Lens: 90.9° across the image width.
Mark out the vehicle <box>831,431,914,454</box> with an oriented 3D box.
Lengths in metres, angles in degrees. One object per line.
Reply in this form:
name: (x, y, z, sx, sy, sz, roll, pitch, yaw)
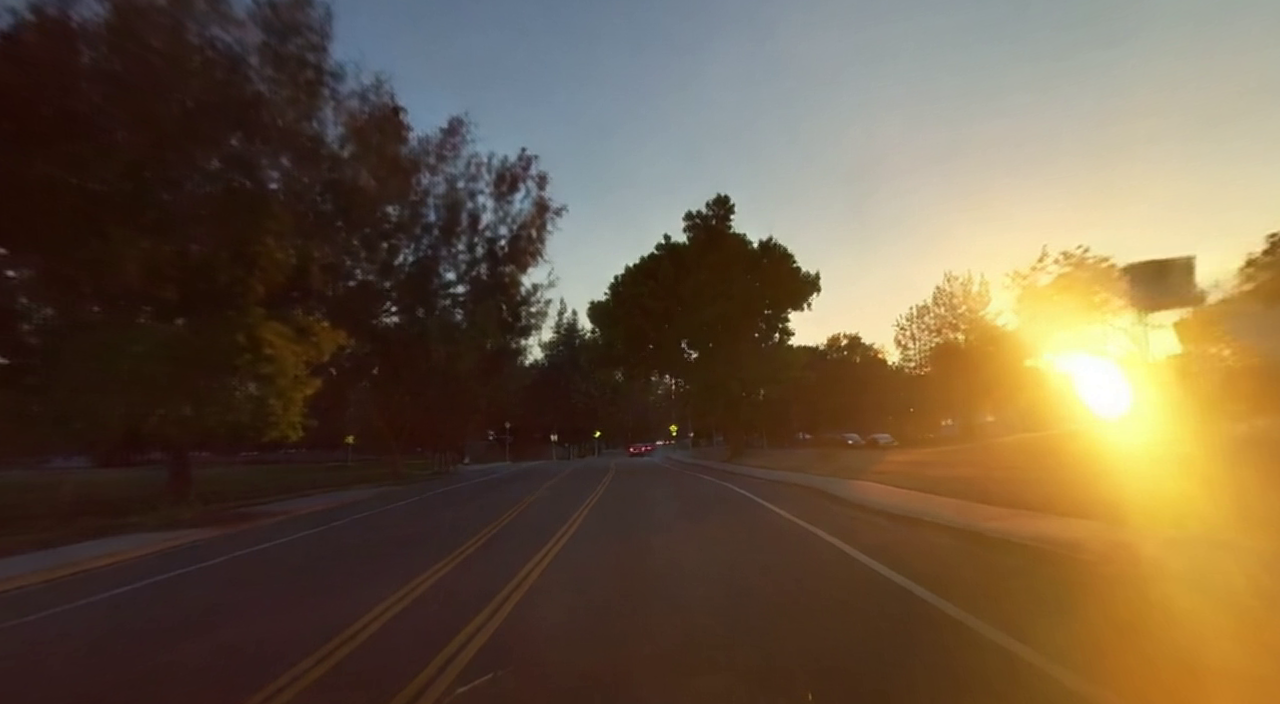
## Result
vehicle: (15.551, 6.083, 42.263, 4.744, 1.476, 1.926, 1, -9, -4)
